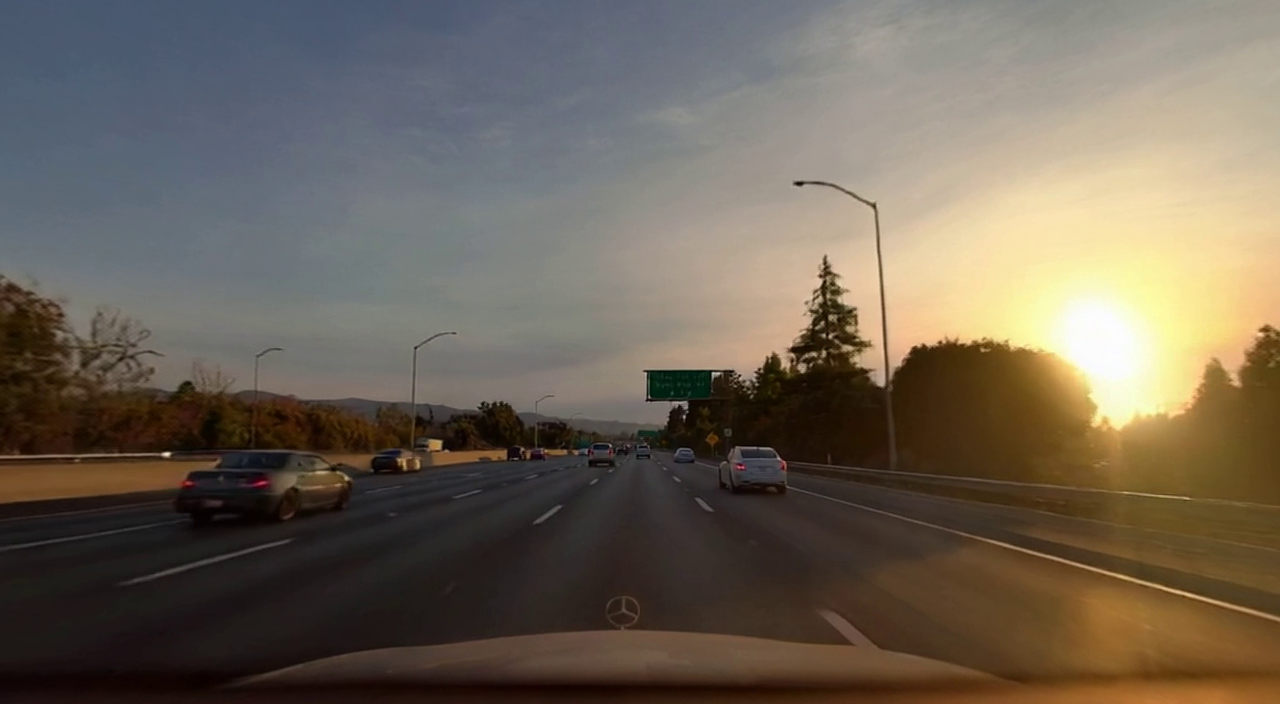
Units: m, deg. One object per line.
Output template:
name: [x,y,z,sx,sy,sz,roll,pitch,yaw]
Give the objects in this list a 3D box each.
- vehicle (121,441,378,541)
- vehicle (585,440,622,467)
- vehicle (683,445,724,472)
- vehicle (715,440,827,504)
vehicle: [-7.080,2.516,12.197,1.977,1.529,4.616,0,-9,0]
vehicle: [-2.746,7.846,48.740,2.449,1.929,5.503,0,-9,0]
vehicle: [3.729,6.327,37.558,1.929,1.485,4.482,0,-9,0]
vehicle: [3.445,3.251,17.546,2.126,1.529,4.438,0,-9,0]
